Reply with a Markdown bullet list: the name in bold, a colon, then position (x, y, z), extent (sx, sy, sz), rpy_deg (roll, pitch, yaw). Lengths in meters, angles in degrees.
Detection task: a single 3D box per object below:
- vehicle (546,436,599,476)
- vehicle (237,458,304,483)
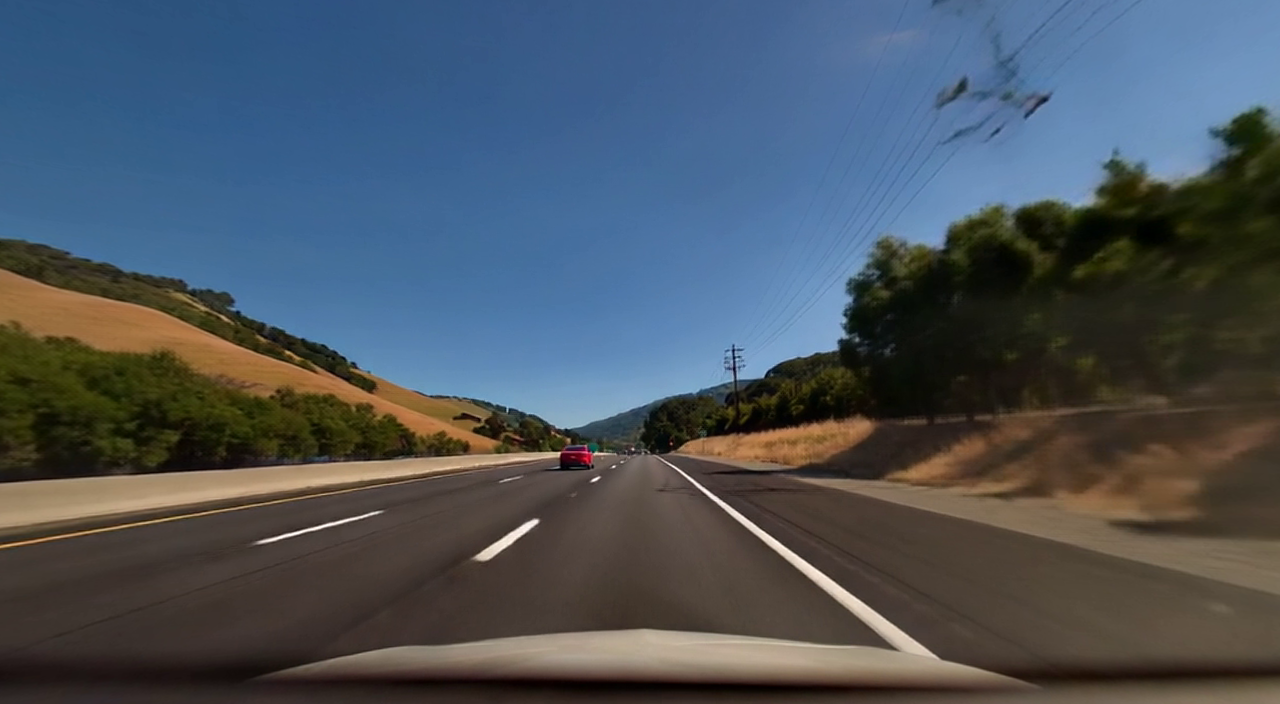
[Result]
- **vehicle**: position (-3.371, 5.287, 32.307), extent (2.136, 1.845, 4.515), rpy_deg (0, -8, 1)
- **vehicle**: position (-25.403, 8.115, 43.527), extent (1.980, 1.497, 4.330), rpy_deg (0, -8, 0)
